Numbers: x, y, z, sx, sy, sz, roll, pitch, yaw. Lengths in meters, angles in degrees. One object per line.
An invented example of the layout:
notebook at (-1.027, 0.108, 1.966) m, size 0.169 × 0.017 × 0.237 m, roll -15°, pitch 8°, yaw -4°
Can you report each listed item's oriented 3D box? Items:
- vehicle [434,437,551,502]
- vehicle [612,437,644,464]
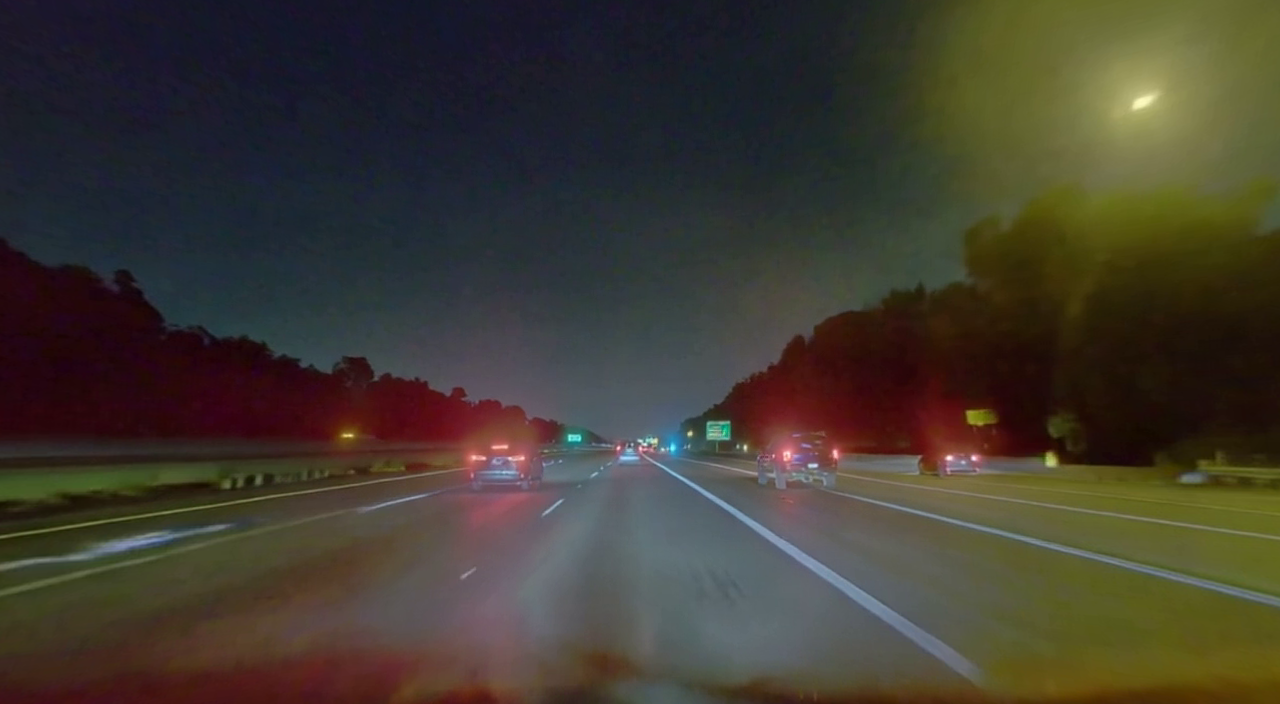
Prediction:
vehicle at (-3.954, 3.235, 17.968) m, size 2.140 × 1.574 × 4.946 m, roll 0°, pitch -8°, yaw 0°
vehicle at (-0.872, 7.356, 47.191) m, size 2.269 × 1.924 × 4.596 m, roll 0°, pitch -8°, yaw -1°
